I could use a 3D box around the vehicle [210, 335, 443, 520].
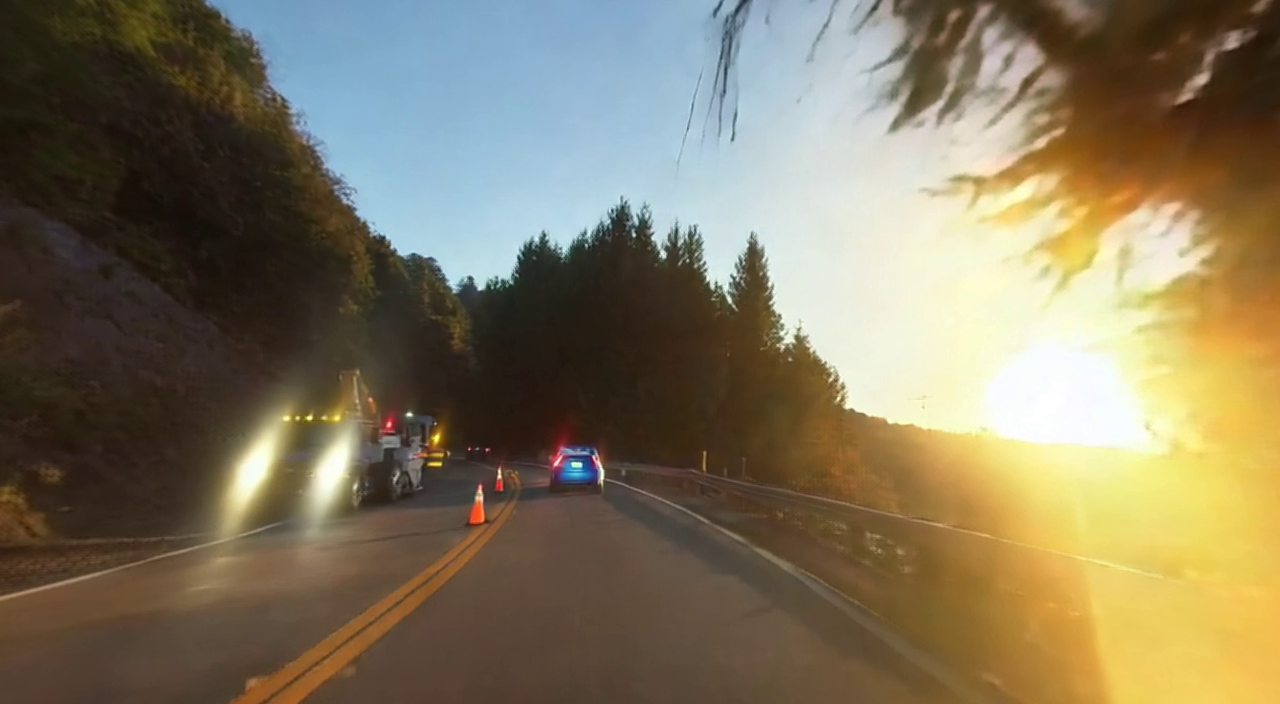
[{"bbox_3d":[-6.150,1.643,13.362,2.364,3.191,4.942,0,-9,-2],"label":"vehicle"}]

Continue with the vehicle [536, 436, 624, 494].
[{"bbox_3d":[-1.899,3.294,18.705,2.259,1.503,4.075,2,-9,-10],"label":"vehicle"}]
